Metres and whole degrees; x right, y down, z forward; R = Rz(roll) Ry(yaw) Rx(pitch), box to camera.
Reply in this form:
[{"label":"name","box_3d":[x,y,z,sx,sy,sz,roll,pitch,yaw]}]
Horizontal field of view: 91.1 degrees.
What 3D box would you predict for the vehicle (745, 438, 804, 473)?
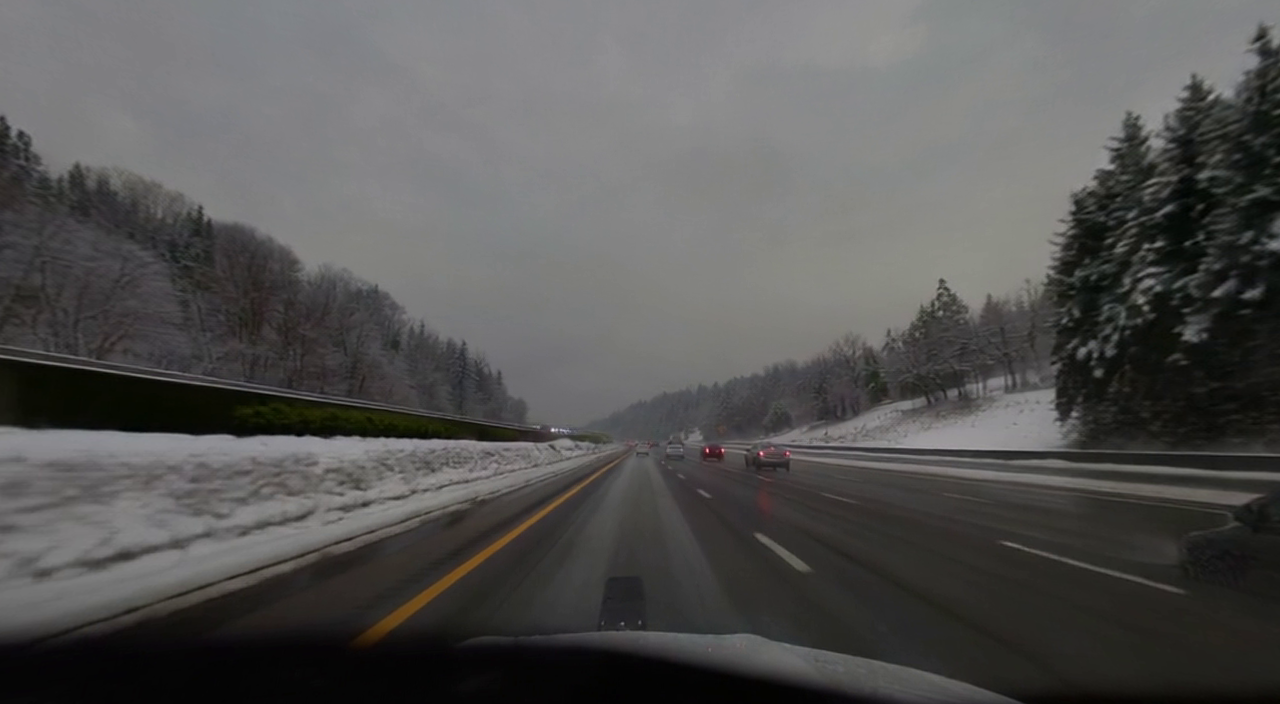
[{"label":"vehicle","box_3d":[7.011,5.420,33.228,2.048,1.697,4.689,0,-8,-1]}]
